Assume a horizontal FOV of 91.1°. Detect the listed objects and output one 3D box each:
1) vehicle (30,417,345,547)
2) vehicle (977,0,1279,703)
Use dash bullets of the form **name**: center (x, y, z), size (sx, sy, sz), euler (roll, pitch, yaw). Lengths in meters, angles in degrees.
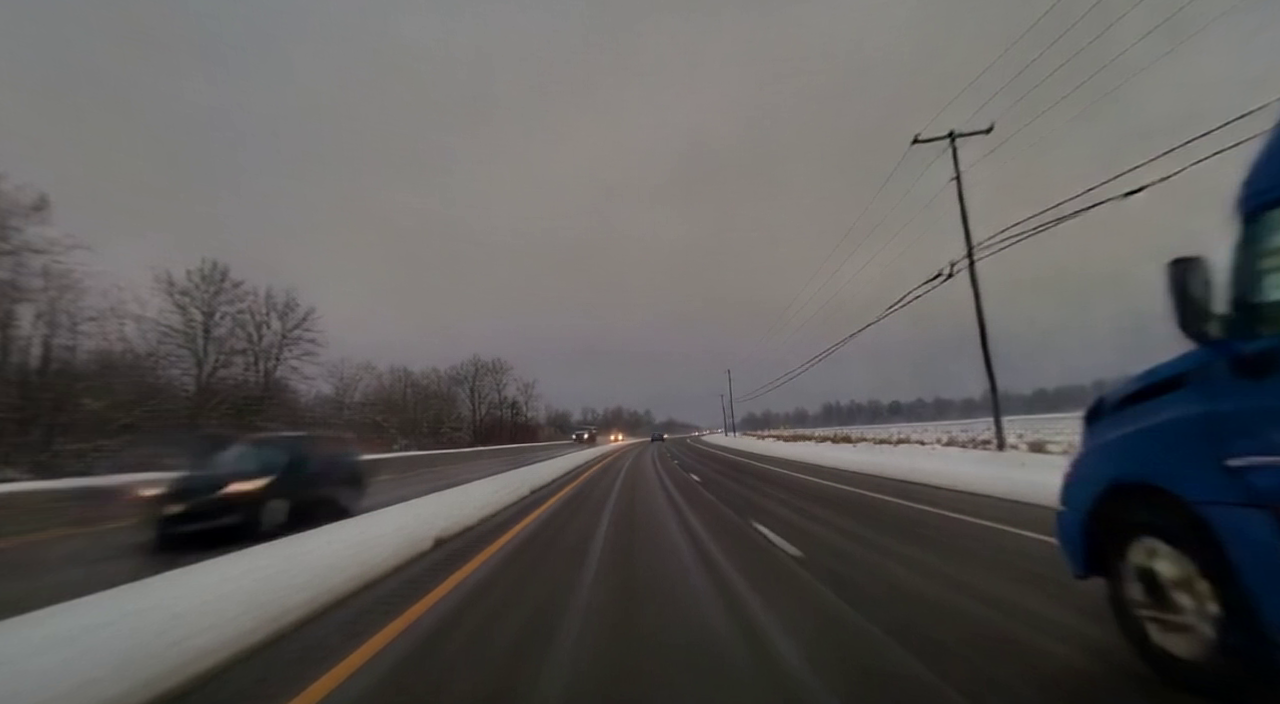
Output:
- **vehicle**: center (-6.908, 1.988, 10.366), size (2.184, 1.670, 4.163), euler (0, -8, -3)
- **vehicle**: center (4.110, -0.367, 1.467), size (2.979, 4.151, 6.405), euler (0, -8, 0)
